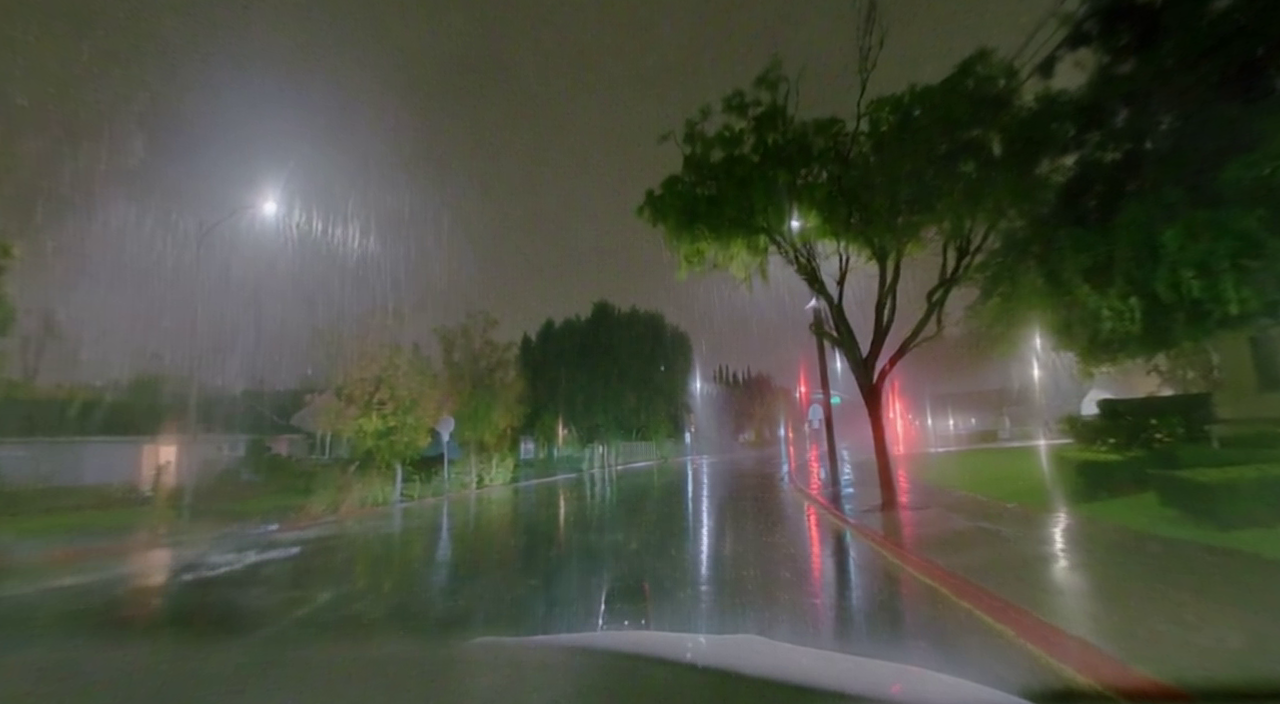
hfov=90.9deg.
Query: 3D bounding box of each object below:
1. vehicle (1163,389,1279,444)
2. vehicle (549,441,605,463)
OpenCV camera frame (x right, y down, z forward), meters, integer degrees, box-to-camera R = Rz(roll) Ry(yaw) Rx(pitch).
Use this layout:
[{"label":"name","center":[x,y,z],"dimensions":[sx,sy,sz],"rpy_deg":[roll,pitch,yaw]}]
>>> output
[{"label":"vehicle","center":[18.869,2.073,19.777],"dimensions":[1.806,1.481,4.671],"rpy_deg":[-7,-10,14]},{"label":"vehicle","center":[-4.918,7.862,49.624],"dimensions":[4.252,1.681,1.854],"rpy_deg":[1,-8,-5]}]
